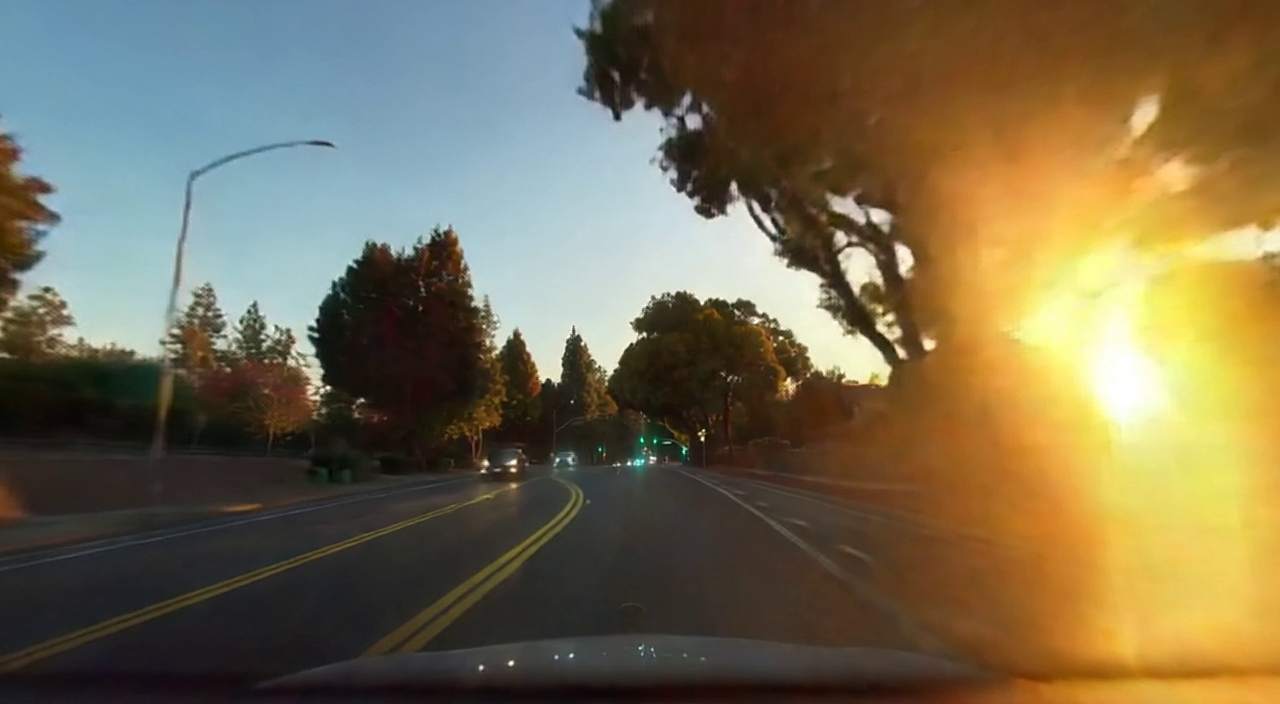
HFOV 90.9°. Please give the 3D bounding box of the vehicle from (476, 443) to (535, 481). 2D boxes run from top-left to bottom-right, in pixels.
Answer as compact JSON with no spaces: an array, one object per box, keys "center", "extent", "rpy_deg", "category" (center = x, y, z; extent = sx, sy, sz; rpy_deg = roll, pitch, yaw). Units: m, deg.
[{"center":[-6.368,5.245,30.289],"extent":[1.972,1.684,4.144],"rpy_deg":[0,-8,-1],"category":"vehicle"}]
